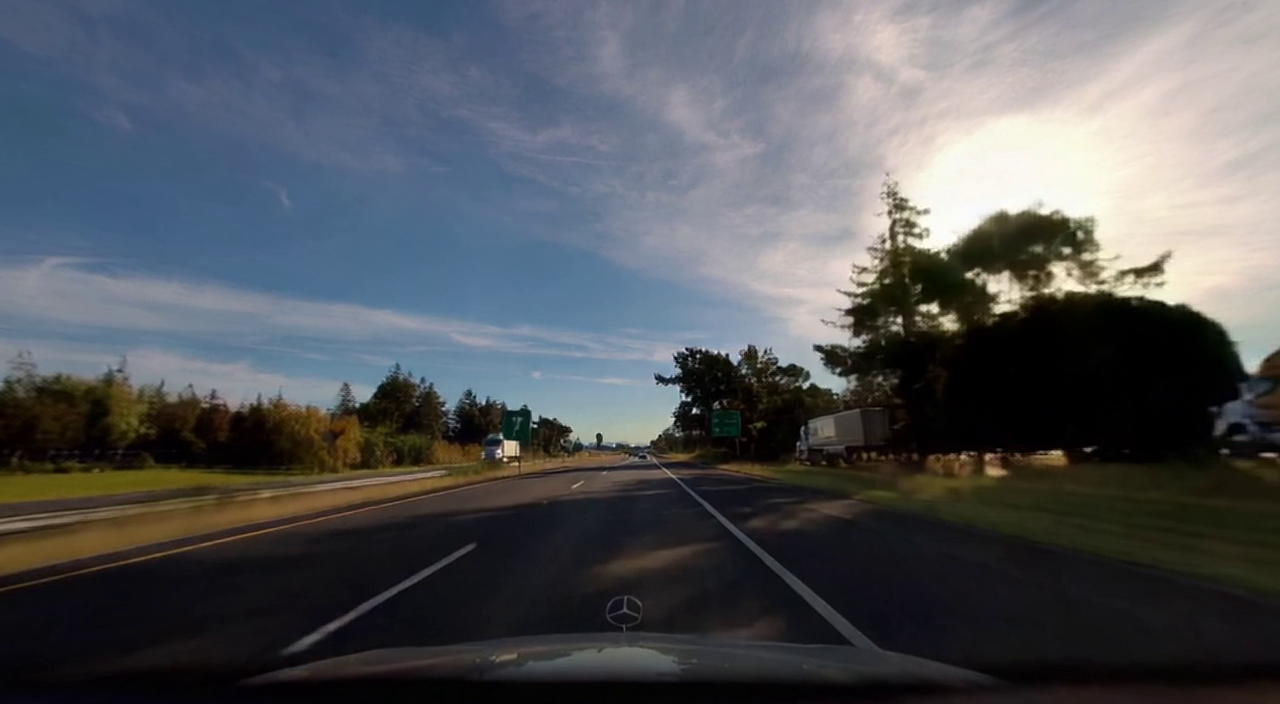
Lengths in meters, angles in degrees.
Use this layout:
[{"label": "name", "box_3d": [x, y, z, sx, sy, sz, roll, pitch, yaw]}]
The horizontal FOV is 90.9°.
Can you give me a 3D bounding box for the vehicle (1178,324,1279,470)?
[{"label": "vehicle", "box_3d": [20.377, 1.347, 18.727, 2.928, 4.284, 6.301, 0, -9, 0]}]
